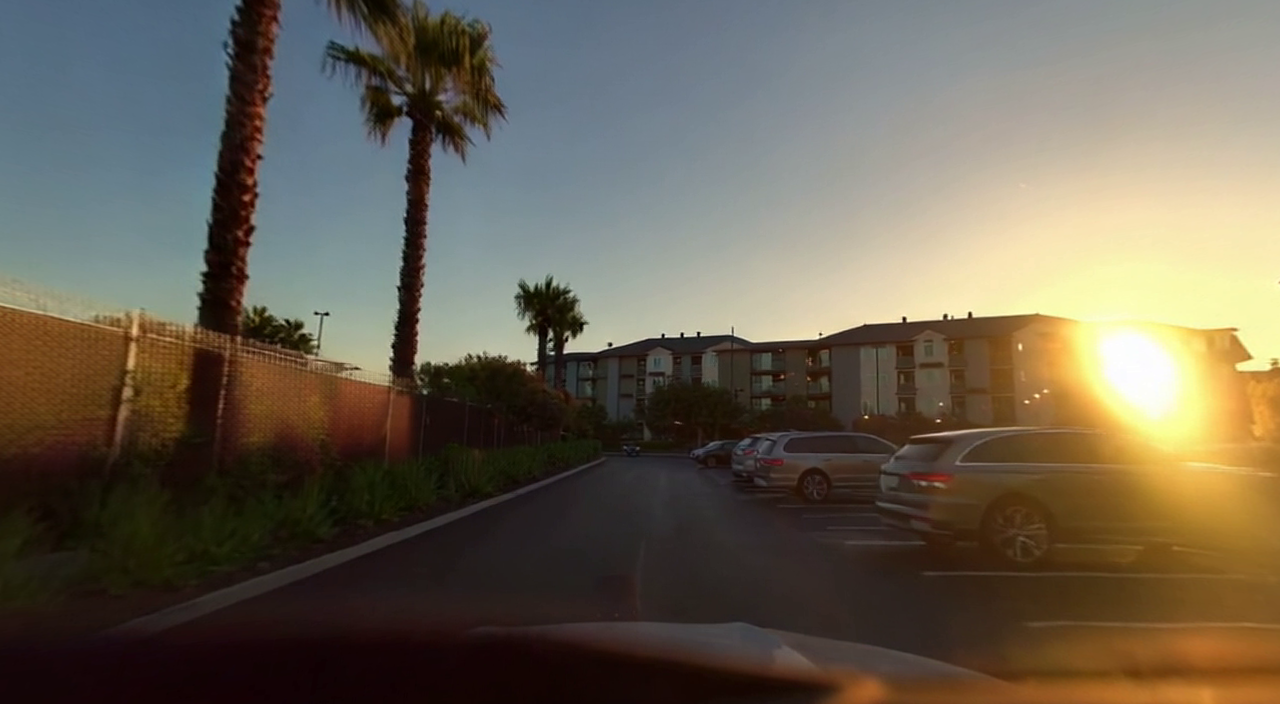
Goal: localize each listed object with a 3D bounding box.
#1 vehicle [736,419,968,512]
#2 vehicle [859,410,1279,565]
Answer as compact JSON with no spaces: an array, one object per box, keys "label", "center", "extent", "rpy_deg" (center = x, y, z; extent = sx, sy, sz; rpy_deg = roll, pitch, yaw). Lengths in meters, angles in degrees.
[{"label":"vehicle","center":[5.580,3.031,17.306],"extent":[5.639,2.033,2.172],"rpy_deg":[2,-7,5]},{"label":"vehicle","center":[6.115,1.781,8.724],"extent":[5.381,1.826,2.047],"rpy_deg":[0,-9,-2]}]
